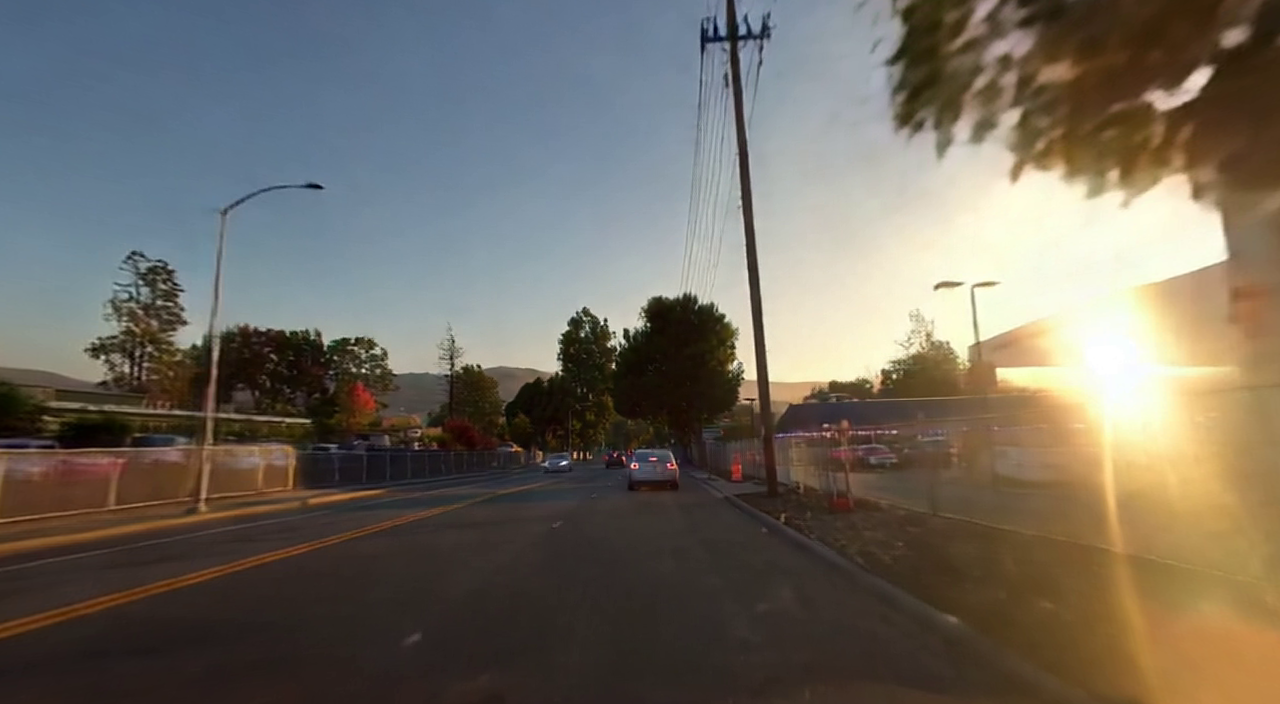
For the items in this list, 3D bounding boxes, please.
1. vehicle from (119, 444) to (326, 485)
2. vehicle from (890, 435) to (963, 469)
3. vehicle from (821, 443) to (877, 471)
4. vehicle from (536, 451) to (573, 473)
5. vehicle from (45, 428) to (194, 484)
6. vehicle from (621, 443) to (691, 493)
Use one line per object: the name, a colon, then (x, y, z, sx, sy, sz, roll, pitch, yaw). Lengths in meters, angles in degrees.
vehicle: (-27.441, 7.551, 43.108, 2.951, 2.274, 15.187, -1, -9, 5)
vehicle: (16.473, 5.782, 36.361, 2.101, 1.825, 4.700, -1, -9, 2)
vehicle: (12.206, 6.154, 36.929, 1.970, 1.501, 4.514, -1, -9, 3)
vehicle: (-6.318, 8.173, 46.810, 2.034, 1.499, 4.236, -1, -9, 2)
vehicle: (-31.569, 6.311, 38.555, 2.945, 3.103, 6.716, 0, -8, 5)
vehicle: (0.494, 3.887, 21.361, 2.144, 1.514, 4.063, 0, -9, 0)
